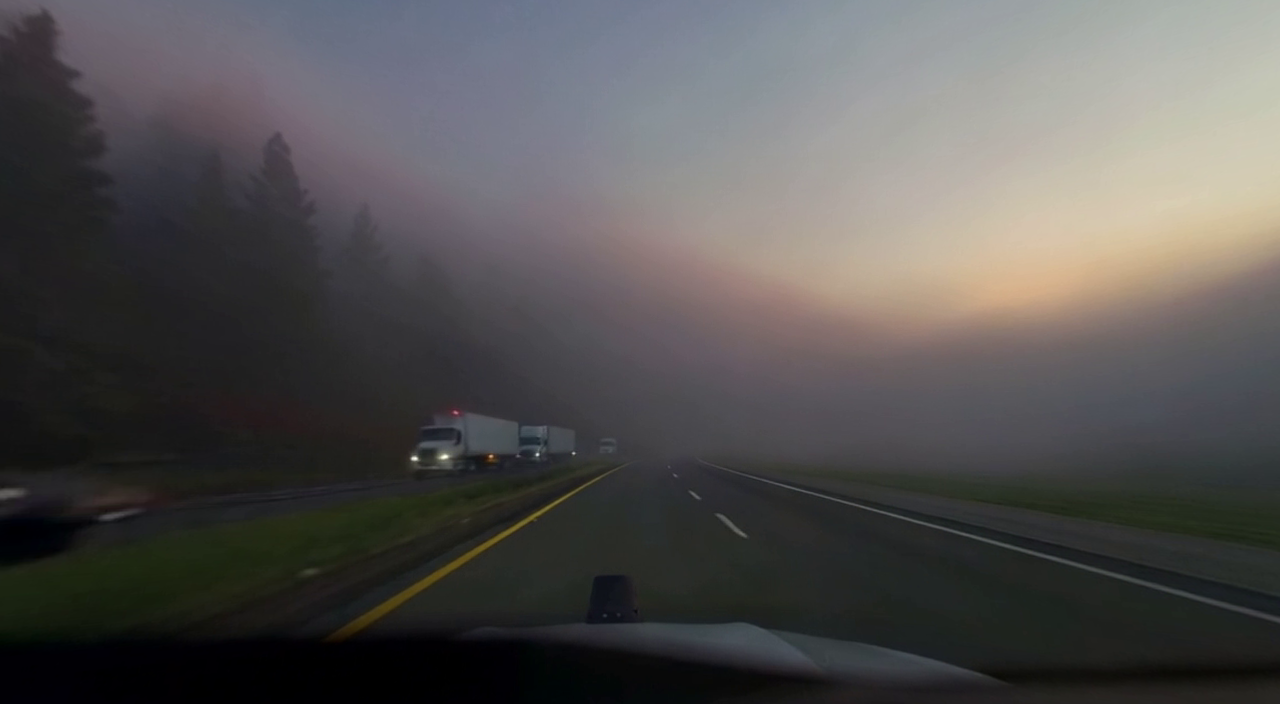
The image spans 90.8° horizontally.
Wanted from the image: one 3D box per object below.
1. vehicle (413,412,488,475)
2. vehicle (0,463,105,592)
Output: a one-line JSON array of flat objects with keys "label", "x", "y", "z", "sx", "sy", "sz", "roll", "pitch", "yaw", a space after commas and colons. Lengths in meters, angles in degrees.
[{"label": "vehicle", "x": -12.419, "y": 6.135, "z": 42.019, "sx": 3.000, "sy": 3.861, "sz": 5.713, "roll": 0, "pitch": -9, "yaw": 2}, {"label": "vehicle", "x": -8.472, "y": 1.938, "z": 6.505, "sx": 1.933, "sy": 1.464, "sz": 4.506, "roll": 0, "pitch": -9, "yaw": 0}]
